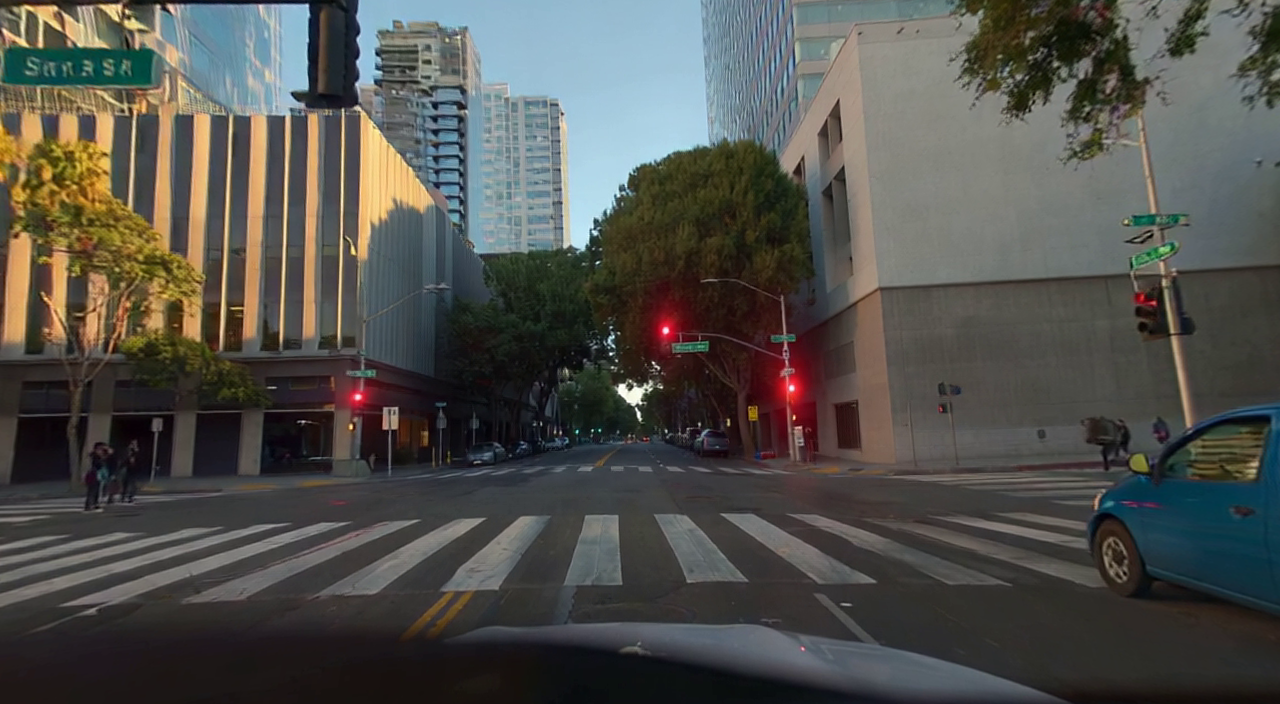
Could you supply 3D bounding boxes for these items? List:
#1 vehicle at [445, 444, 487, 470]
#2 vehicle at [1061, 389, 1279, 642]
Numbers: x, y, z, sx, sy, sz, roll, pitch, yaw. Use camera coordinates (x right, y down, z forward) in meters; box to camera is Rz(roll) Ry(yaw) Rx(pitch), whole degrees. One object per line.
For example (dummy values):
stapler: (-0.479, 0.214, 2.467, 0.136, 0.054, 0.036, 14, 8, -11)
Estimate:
vehicle: (-12.449, 7.512, 45.385, 1.935, 1.639, 4.244, -3, -8, -2)
vehicle: (5.651, 1.135, 4.298, 2.070, 1.804, 4.881, 0, -8, -2)
